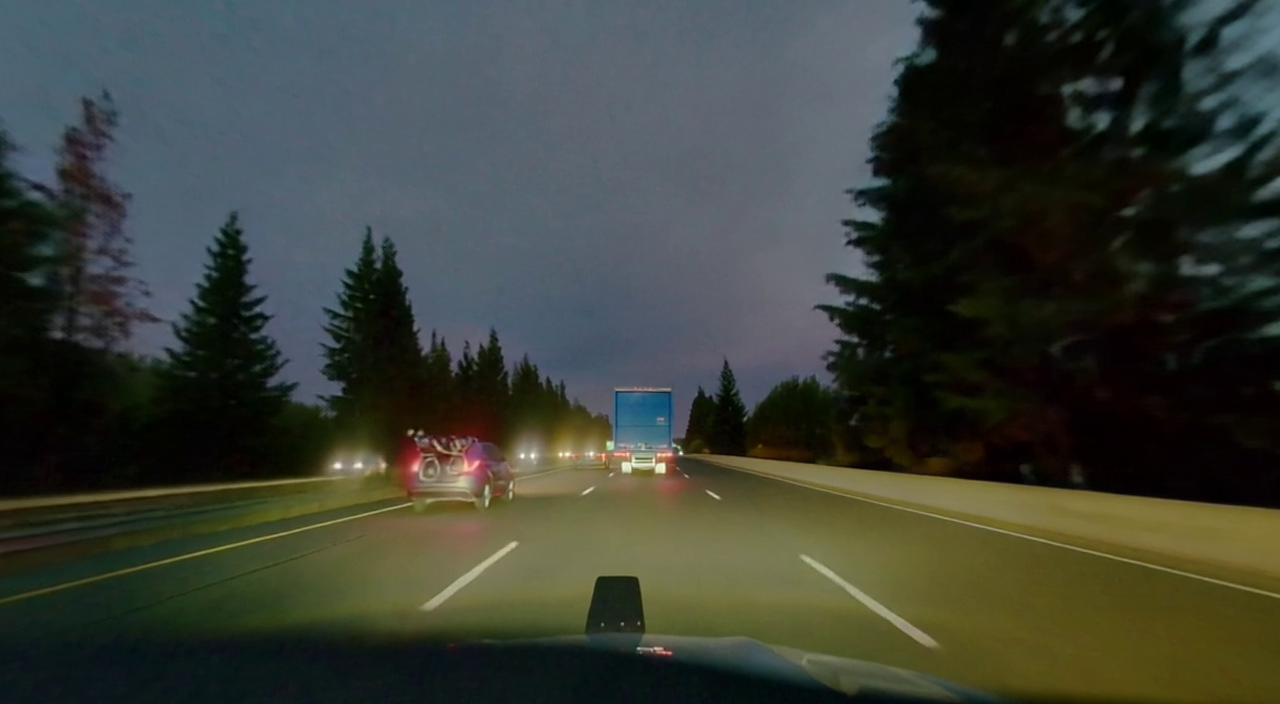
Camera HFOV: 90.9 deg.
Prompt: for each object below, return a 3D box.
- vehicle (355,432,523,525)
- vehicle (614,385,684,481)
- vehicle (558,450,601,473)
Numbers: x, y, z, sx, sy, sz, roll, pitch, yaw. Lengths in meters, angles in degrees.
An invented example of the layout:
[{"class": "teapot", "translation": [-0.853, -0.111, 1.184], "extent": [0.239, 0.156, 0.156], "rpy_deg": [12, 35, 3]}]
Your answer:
[{"class": "vehicle", "translation": [-4.031, 2.624, 13.630], "extent": [2.018, 1.632, 4.722], "rpy_deg": [0, -9, 1]}, {"class": "vehicle", "translation": [0.451, 3.952, 29.989], "extent": [2.821, 3.878, 8.925], "rpy_deg": [0, -9, 1]}, {"class": "vehicle", "translation": [-3.840, 7.065, 40.822], "extent": [2.133, 1.358, 4.870], "rpy_deg": [0, -9, 2]}]
